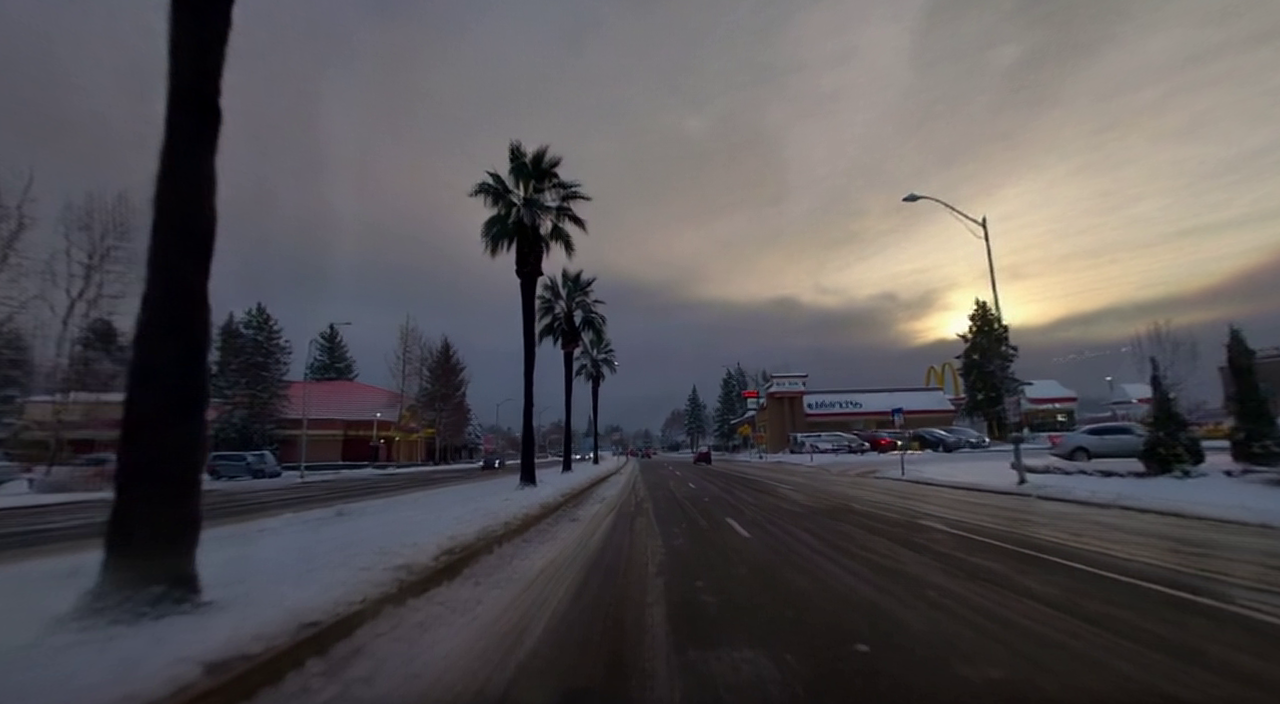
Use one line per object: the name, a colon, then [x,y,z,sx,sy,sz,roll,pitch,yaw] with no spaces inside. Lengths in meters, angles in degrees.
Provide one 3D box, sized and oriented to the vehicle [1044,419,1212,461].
vehicle: [18.559,3.391,24.177,4.691,1.545,1.900,-1,-8,4]
